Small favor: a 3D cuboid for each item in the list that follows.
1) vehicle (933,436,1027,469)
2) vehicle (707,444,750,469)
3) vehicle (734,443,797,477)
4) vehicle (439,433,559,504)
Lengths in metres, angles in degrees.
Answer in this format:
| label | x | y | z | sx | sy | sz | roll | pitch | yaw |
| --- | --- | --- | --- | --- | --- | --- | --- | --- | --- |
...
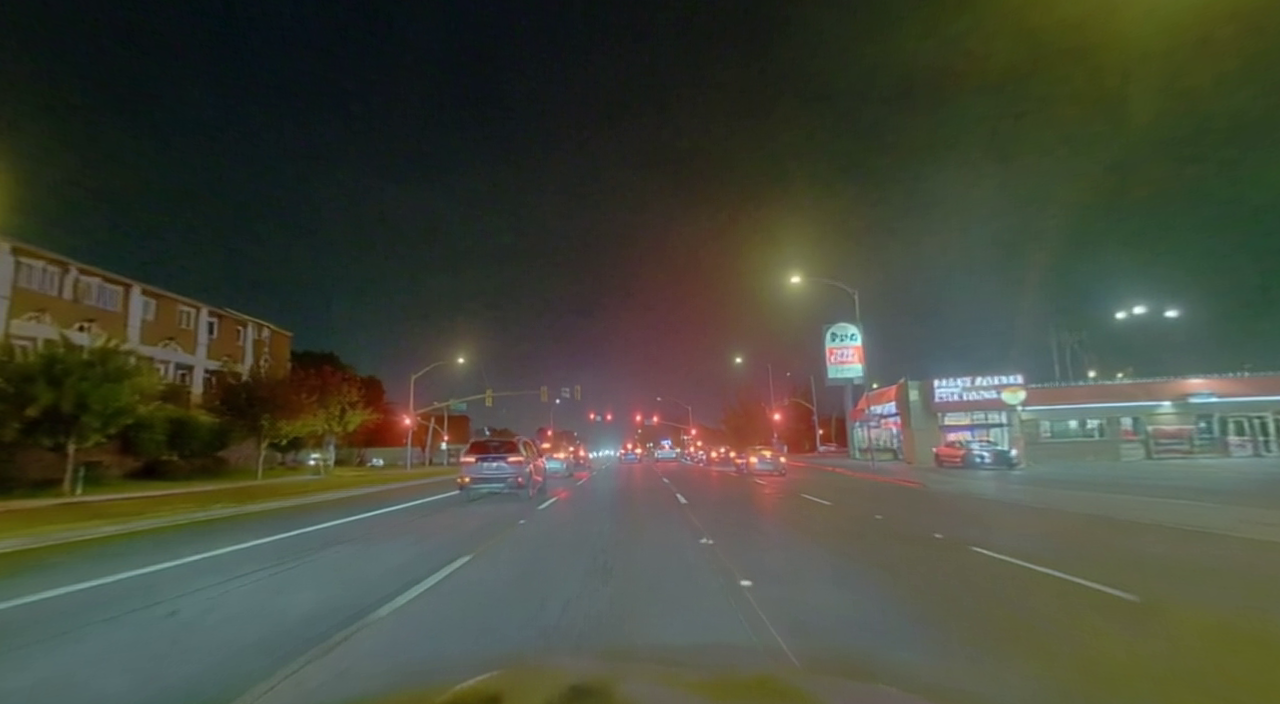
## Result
| label | x | y | z | sx | sy | sz | roll | pitch | yaw |
| --- | --- | --- | --- | --- | --- | --- | --- | --- | --- |
| vehicle | 16.311 | 4.844 | 30.593 | 1.819 | 1.457 | 4.680 | 0 | -8 | -2 |
| vehicle | 5.613 | 6.681 | 40.548 | 1.969 | 1.502 | 4.663 | 0 | -8 | -2 |
| vehicle | 5.840 | 5.068 | 29.931 | 2.017 | 1.453 | 4.497 | 0 | -8 | 0 |
| vehicle | -3.553 | 3.027 | 16.865 | 2.143 | 1.643 | 4.336 | 0 | -8 | 1 |
